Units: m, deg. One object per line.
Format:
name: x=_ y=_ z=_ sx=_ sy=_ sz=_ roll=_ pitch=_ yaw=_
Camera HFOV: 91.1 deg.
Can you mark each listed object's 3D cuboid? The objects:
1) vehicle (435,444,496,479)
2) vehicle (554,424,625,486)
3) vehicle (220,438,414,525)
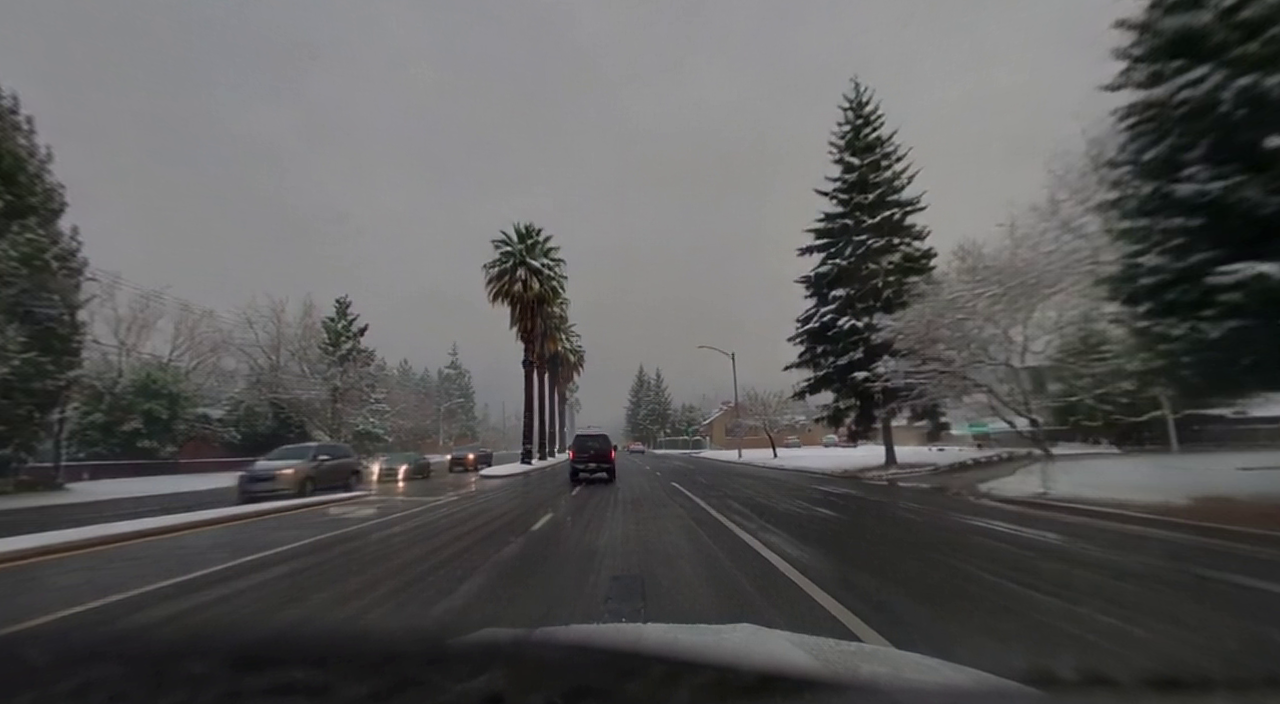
vehicle: x=-9.104 y=5.709 z=33.146 sx=2.114 sy=1.698 sz=4.415 roll=0 pitch=-9 yaw=-2
vehicle: x=-2.068 y=4.113 z=25.419 sx=2.507 sy=2.161 sz=6.049 roll=1 pitch=-9 yaw=-5
vehicle: x=-6.729 y=2.710 z=13.743 sx=2.016 sy=1.576 sz=4.215 roll=0 pitch=-9 yaw=0
